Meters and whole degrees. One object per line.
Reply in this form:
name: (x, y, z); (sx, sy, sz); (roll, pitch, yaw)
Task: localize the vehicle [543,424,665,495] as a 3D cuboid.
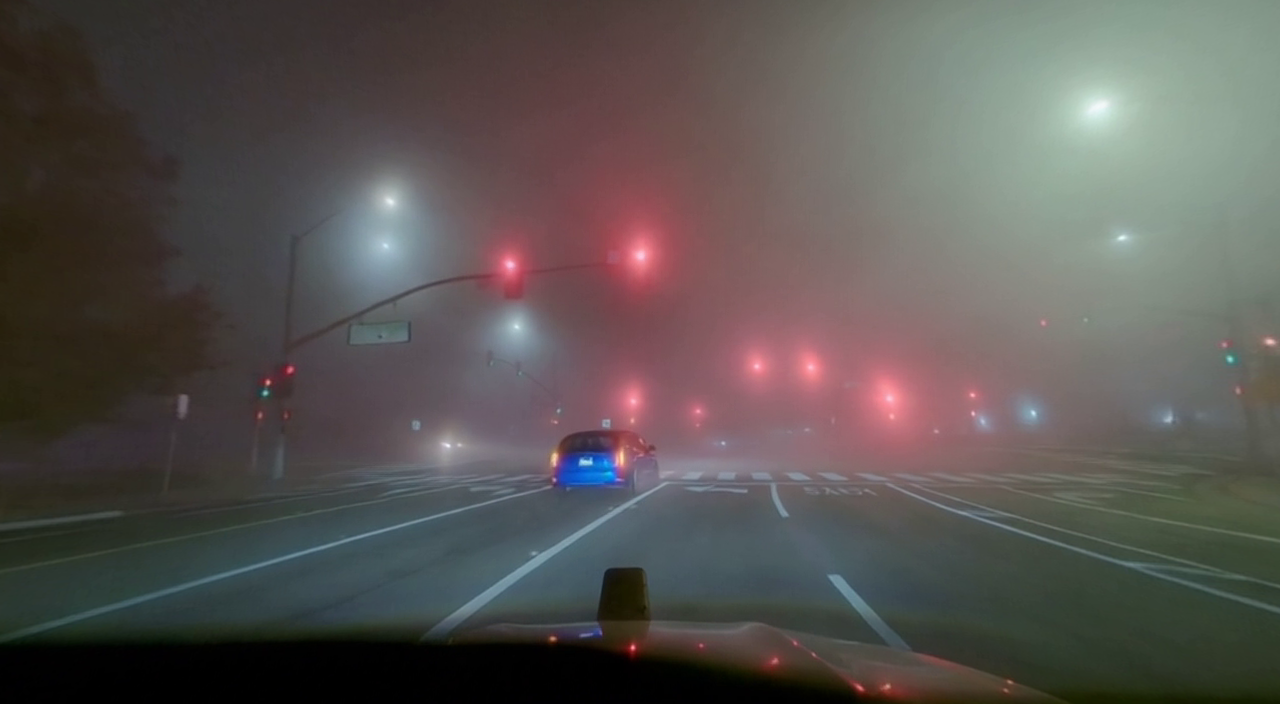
vehicle: (-0.758, 2.723, 16.269); (2.055, 1.573, 4.065); (-2, -9, 13)

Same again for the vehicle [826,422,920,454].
vehicle: (12.287, 4.593, 33.528); (4.406, 1.661, 1.857); (-2, -9, 14)

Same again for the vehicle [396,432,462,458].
vehicle: (-14.474, 6.383, 43.384); (3.952, 1.568, 1.788); (-4, -7, 12)
